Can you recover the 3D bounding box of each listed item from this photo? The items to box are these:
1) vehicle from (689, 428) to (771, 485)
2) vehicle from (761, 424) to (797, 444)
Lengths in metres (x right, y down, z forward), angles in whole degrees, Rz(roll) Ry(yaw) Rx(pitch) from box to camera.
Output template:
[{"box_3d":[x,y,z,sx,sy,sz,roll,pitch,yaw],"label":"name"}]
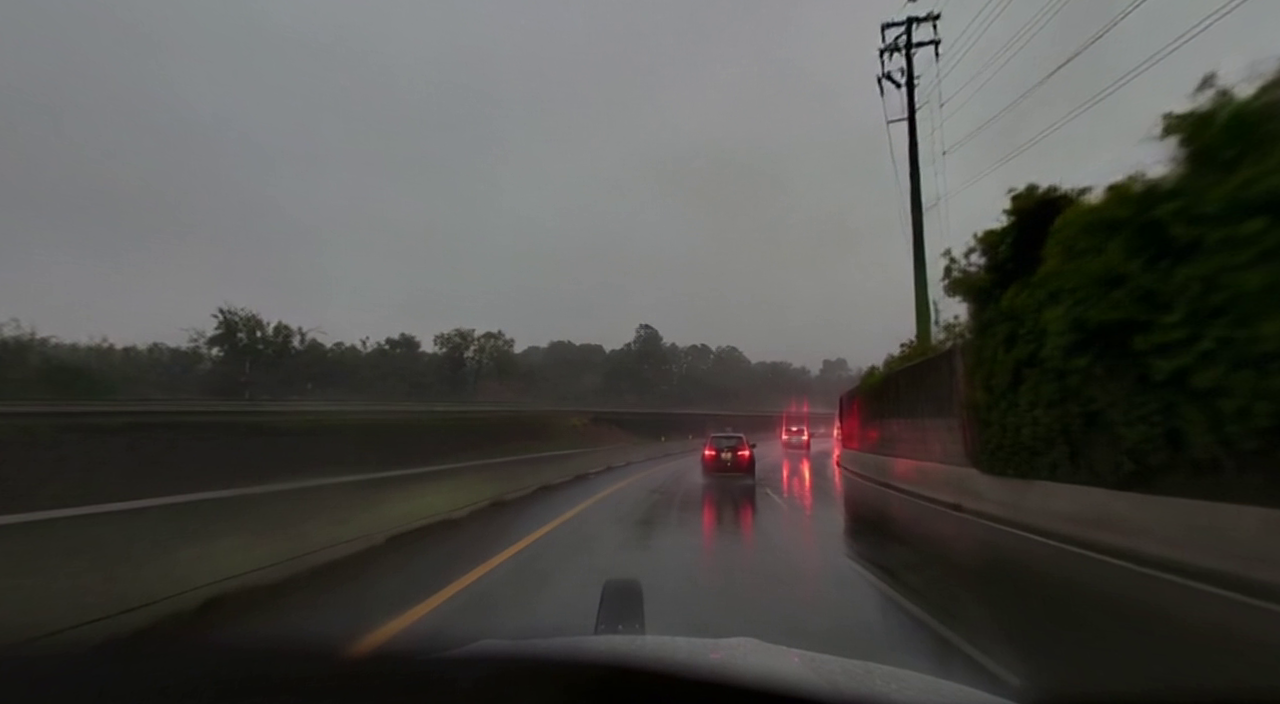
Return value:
[{"box_3d":[2.630,3.057,18.661,2.091,1.482,4.321,-1,-9,7],"label":"vehicle"},{"box_3d":[10.805,6.395,48.756,1.931,1.485,4.191,-4,-9,23],"label":"vehicle"}]
